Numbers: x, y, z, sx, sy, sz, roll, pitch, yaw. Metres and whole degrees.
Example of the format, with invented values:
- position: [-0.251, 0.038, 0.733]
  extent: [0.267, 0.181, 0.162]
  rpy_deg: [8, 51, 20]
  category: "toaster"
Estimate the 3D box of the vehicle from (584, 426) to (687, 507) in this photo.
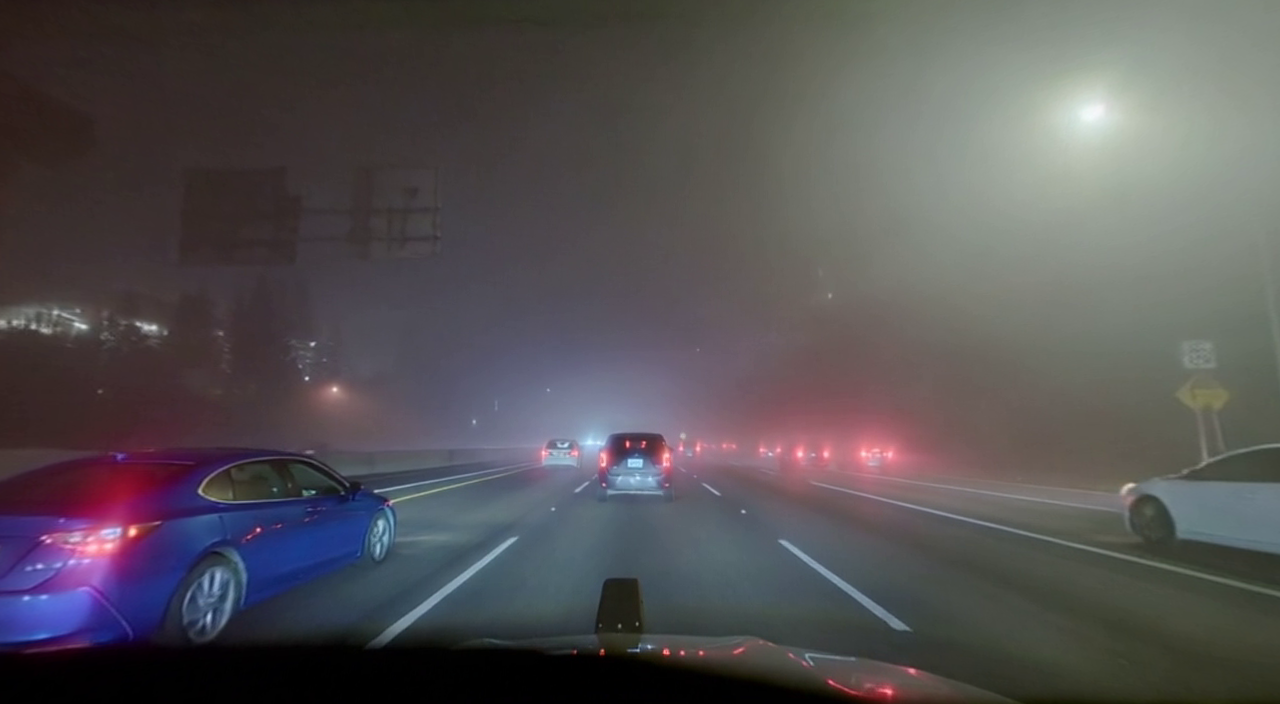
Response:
- position: [-0.081, 2.726, 15.369]
  extent: [2.181, 1.697, 4.021]
  rpy_deg: [0, -9, 0]
  category: "vehicle"

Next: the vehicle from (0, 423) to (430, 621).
- position: [-4.107, 1.629, 7.061]
  extent: [1.974, 1.478, 4.412]
  rpy_deg: [0, -9, 0]
  category: "vehicle"

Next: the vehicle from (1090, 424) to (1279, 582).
- position: [7.274, 1.518, 6.386]
  extent: [2.049, 1.521, 4.604]
  rpy_deg: [0, -9, 1]
  category: "vehicle"

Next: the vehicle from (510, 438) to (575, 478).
- position: [-3.957, 4.372, 26.170]
  extent: [1.947, 1.516, 4.295]
  rpy_deg: [0, -9, 1]
  category: "vehicle"

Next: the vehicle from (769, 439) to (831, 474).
- position: [7.385, 4.853, 29.421]
  extent: [1.880, 1.526, 3.641]
  rpy_deg: [0, -9, 0]
  category: "vehicle"

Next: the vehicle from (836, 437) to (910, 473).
- position: [11.546, 5.123, 31.528]
  extent: [1.992, 1.625, 4.359]
  rpy_deg: [1, -9, -1]
  category: "vehicle"
